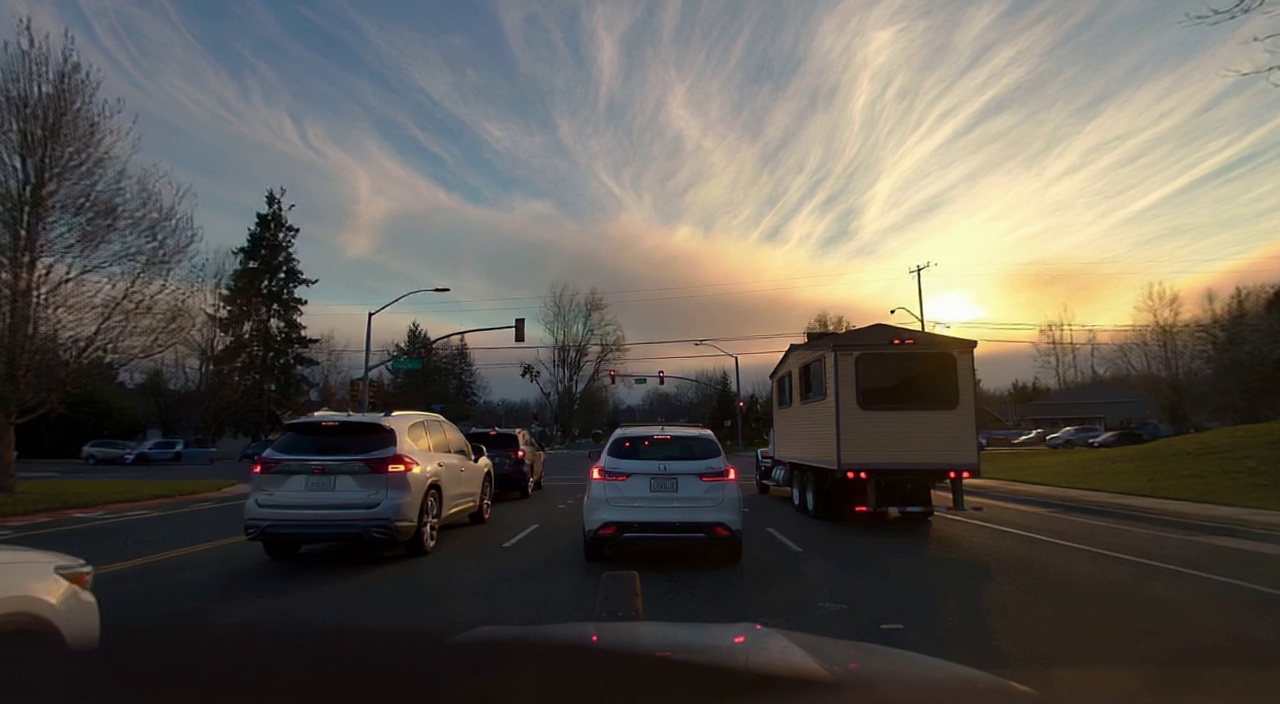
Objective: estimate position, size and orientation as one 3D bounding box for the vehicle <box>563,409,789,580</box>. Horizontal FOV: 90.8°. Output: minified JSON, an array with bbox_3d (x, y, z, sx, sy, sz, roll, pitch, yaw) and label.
[{"bbox_3d":[0.354,1.701,8.309,2.189,1.649,4.171,0,-9,0],"label":"vehicle"}]

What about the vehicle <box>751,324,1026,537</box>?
[{"bbox_3d":[3.683,1.403,11.010,2.531,2.750,5.595,0,-9,1],"label":"vehicle"}]

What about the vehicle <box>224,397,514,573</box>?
[{"bbox_3d":[-3.267,1.716,8.851,2.085,1.812,4.388,0,-9,0],"label":"vehicle"}]

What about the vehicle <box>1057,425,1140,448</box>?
[{"bbox_3d":[33.170,6.159,45.876,4.671,1.595,1.824,-6,-10,31],"label":"vehicle"}]

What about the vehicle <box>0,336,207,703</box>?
[{"bbox_3d":[-3.434,0.670,1.476,1.952,1.730,4.116,0,-9,-1],"label":"vehicle"}]
